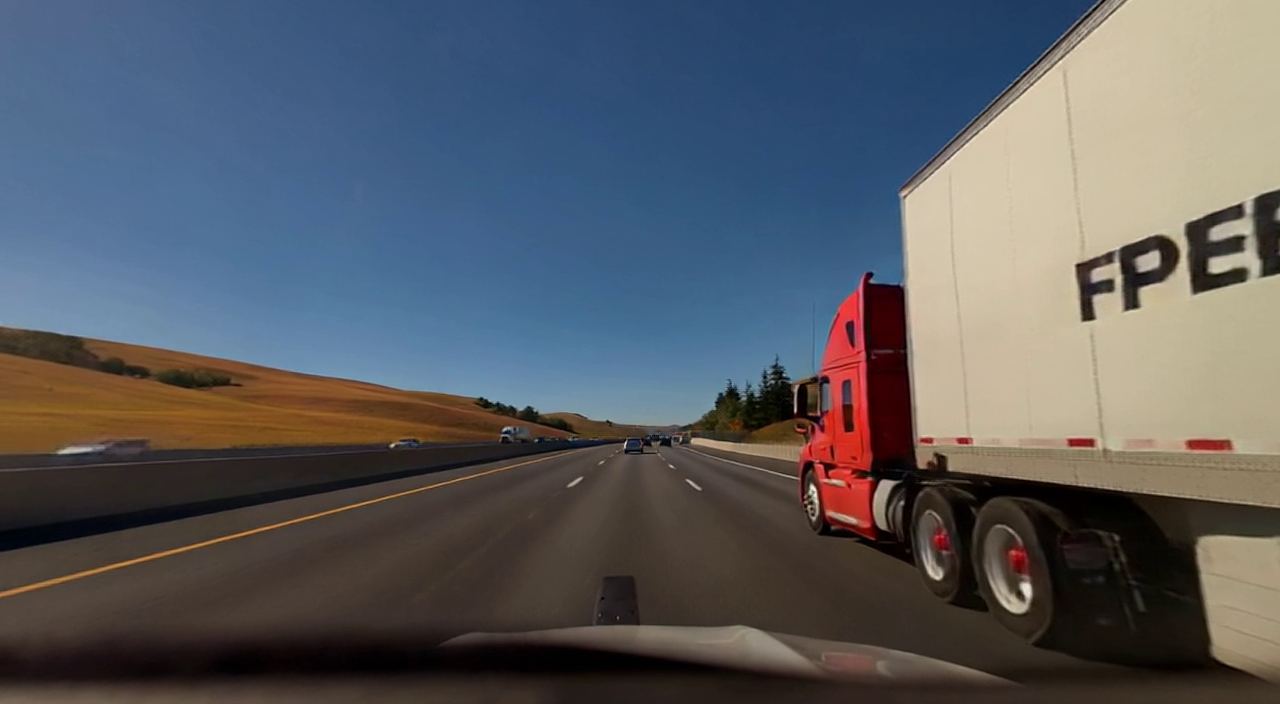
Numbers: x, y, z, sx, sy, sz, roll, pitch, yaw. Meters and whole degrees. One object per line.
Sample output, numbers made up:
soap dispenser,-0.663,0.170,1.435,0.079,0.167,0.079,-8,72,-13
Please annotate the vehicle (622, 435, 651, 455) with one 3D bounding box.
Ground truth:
vehicle,-0.275,7.114,48.264,2.140,1.475,3.969,0,-8,0

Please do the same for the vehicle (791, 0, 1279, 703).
vehicle,3.665,0.100,5.231,3.222,3.915,6.030,0,-8,0

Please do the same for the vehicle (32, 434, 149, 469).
vehicle,-26.925,4.848,31.110,1.829,1.573,4.263,-1,-8,2
